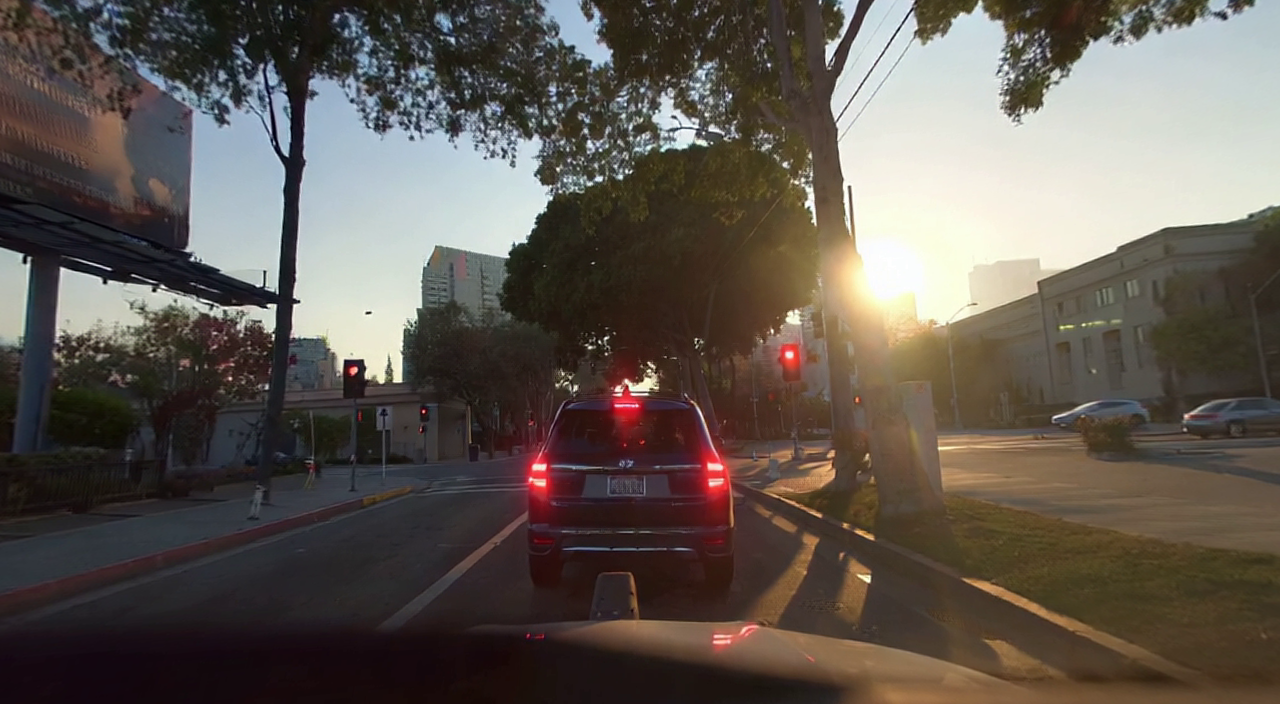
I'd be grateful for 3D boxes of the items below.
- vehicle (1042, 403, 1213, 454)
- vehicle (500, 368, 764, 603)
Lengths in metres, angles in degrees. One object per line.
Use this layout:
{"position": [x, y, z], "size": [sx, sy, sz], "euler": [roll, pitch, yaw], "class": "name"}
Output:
{"position": [15.273, 2.448, 19.945], "size": [3.750, 1.502, 1.781], "euler": [-2, -8, 13], "class": "vehicle"}
{"position": [-0.063, 1.361, 7.135], "size": [2.142, 1.904, 3.816], "euler": [-1, -8, 0], "class": "vehicle"}
